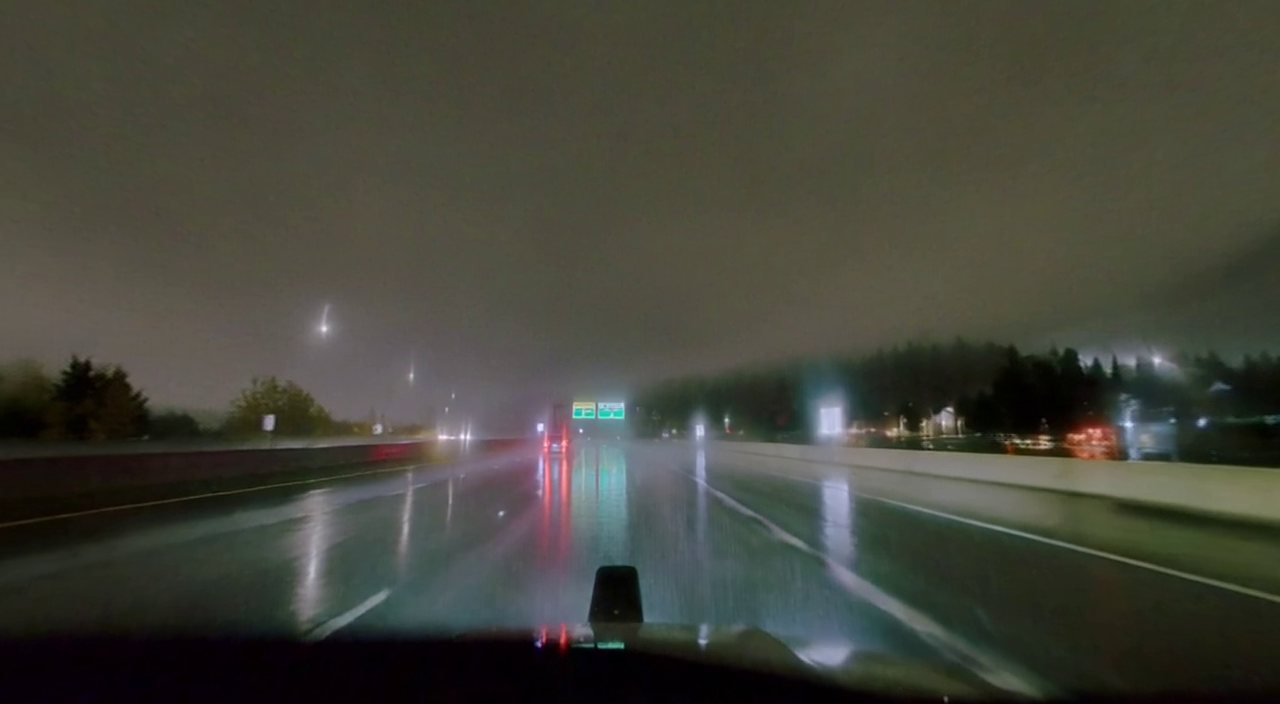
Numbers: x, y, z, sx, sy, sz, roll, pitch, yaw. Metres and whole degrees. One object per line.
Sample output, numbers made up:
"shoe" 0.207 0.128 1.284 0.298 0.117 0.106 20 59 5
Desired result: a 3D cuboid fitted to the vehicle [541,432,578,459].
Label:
"vehicle" -4.875 5.710 38.647 1.878 1.548 3.966 0 -8 -2
